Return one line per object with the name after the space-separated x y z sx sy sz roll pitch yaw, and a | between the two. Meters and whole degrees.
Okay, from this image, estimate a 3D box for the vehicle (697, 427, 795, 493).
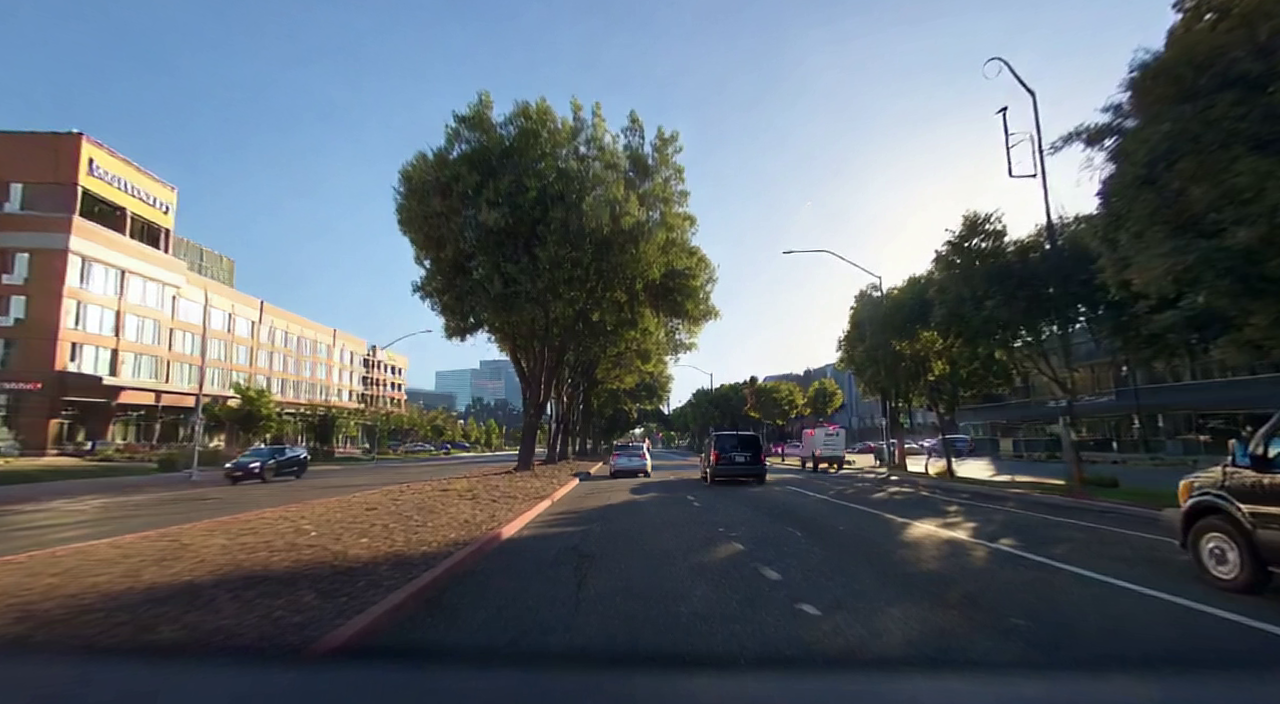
3.003 3.166 18.892 2.047 1.711 4.265 0 -8 -2 | vehicle

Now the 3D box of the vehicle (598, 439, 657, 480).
-0.447 4.093 24.354 2.095 1.456 3.873 0 -8 0 | vehicle

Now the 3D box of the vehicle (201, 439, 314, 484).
-15.283 4.372 25.567 1.919 1.666 4.288 0 -8 0 | vehicle

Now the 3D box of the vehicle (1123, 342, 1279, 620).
6.271 0.804 3.566 2.573 2.127 5.568 0 -8 -1 | vehicle
